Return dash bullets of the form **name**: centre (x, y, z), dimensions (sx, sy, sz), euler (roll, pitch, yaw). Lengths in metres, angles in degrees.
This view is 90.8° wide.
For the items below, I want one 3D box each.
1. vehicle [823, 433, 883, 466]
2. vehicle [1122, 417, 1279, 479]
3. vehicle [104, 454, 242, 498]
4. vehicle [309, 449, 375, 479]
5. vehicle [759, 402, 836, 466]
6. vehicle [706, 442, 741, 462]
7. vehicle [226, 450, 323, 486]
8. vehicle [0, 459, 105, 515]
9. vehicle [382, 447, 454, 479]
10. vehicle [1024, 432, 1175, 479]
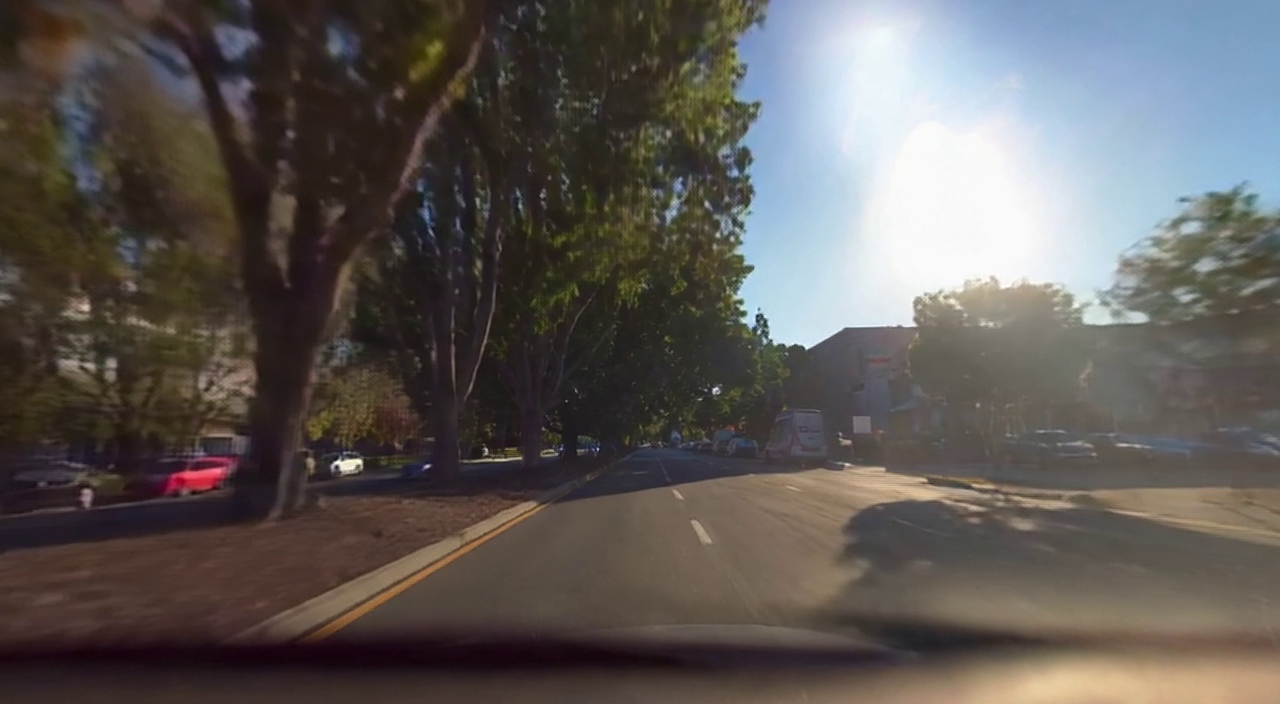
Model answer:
- **vehicle**: centre (14.244, 6.561, 42.690), dimensions (2.203, 2.052, 5.314), euler (-1, -8, 0)
- **vehicle**: centre (18.084, 2.961, 19.553), dimensions (1.939, 1.680, 4.668), euler (2, -9, -15)
- **vehicle**: centre (-18.624, 4.926, 25.516), dimensions (1.787, 1.482, 4.645), euler (-1, -8, 4)
- **vehicle**: centre (-17.513, 6.546, 37.318), dimensions (1.772, 1.480, 4.499), euler (-2, -8, -1)
- **vehicle**: centre (10.302, 5.580, 42.443), dimensions (2.879, 3.765, 8.904), euler (-1, -8, 1)
- **vehicle**: centre (6.246, 7.493, 47.542), dimensions (1.972, 1.417, 4.239), euler (0, -8, -1)
- **vehicle**: centre (-17.987, 5.723, 31.397), dimensions (1.803, 1.476, 4.590), euler (-2, -8, 5)
- **vehicle**: centre (-18.918, 3.985, 18.743), dimensions (1.890, 1.468, 4.727), euler (-1, -8, 1)
- **vehicle**: centre (-10.914, 5.452, 31.419), dimensions (1.973, 1.442, 4.241), euler (-1, -8, 2)
- **vehicle**: centre (19.587, 4.421, 27.360), dimensions (1.979, 1.787, 5.366), euler (1, -8, -8)
